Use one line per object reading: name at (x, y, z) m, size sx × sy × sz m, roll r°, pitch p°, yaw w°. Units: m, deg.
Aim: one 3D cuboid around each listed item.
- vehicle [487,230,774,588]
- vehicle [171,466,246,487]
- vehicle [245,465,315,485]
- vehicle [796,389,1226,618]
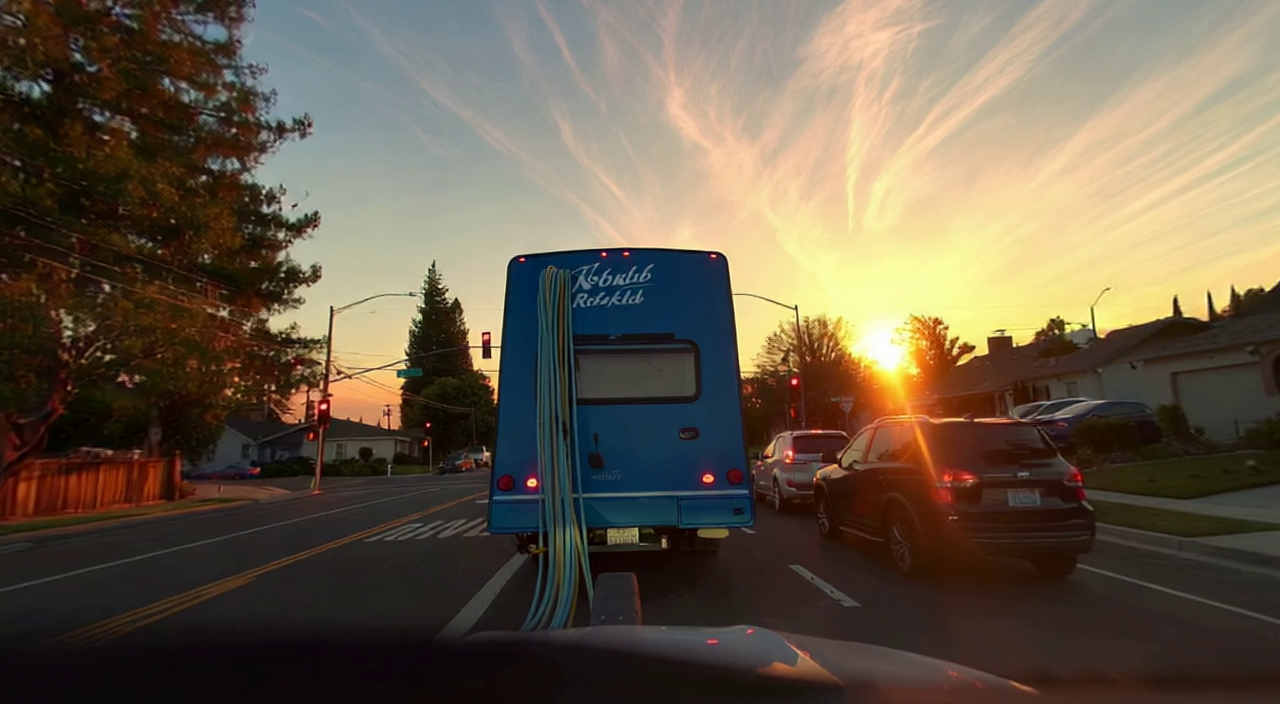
vehicle at (-0.091, 1.097, 10.280) m, size 2.709 × 3.511 × 8.213 m, roll 0°, pitch -9°, yaw 0°
vehicle at (-32.703, 9.408, 47.949) m, size 4.311 × 1.458 × 1.707 m, roll 0°, pitch -9°, yaw -3°
vehicle at (-27.420, 9.356, 48.140) m, size 4.187 × 1.445 × 1.809 m, roll 0°, pitch -9°, yaw 0°
vehicle at (3.401, 1.491, 7.119) m, size 2.104 × 1.735 × 4.408 m, roll 0°, pitch -9°, yaw 0°
